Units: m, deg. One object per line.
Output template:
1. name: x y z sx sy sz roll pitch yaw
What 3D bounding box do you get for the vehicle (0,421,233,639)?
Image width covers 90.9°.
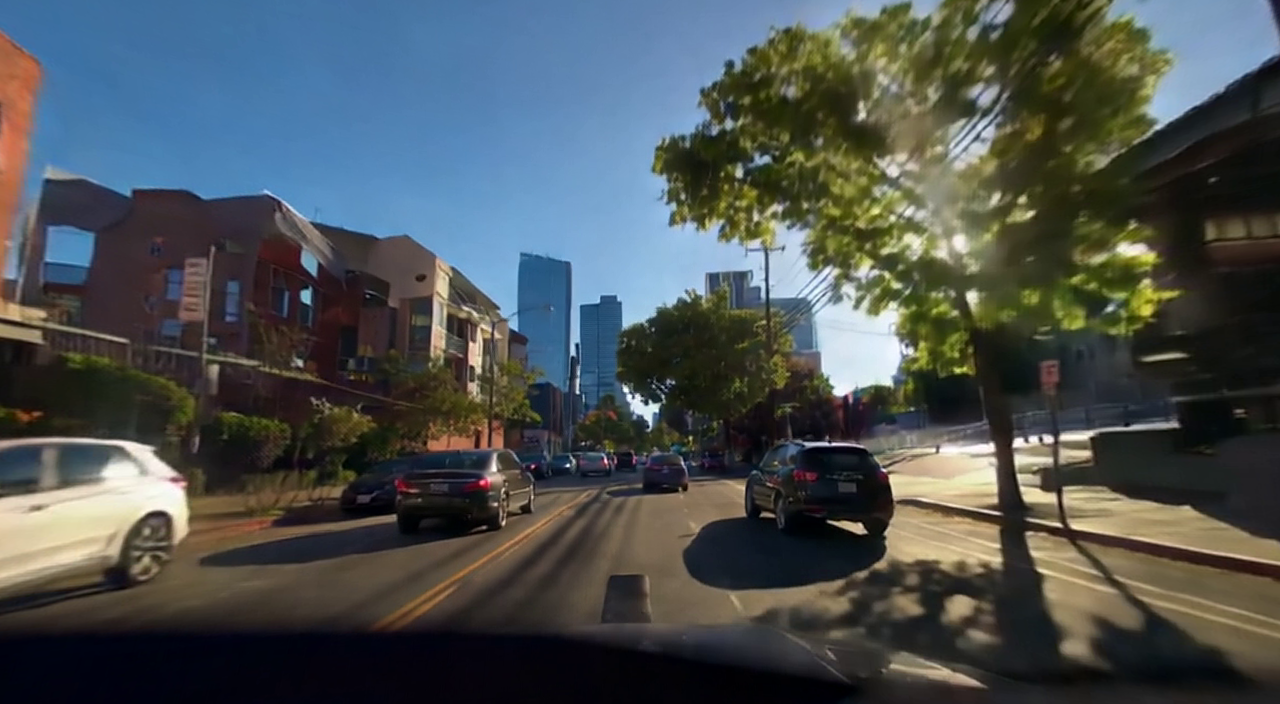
1. vehicle: -6.131 1.487 5.491 2.093 1.724 4.333 -1 -8 3

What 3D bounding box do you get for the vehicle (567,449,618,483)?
1. vehicle: -2.283 5.666 31.749 2.019 1.507 4.643 -1 -8 3

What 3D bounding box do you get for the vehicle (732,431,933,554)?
1. vehicle: 3.057 2.311 11.185 2.094 1.709 4.394 0 -8 -1

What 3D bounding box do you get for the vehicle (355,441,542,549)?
1. vehicle: -3.221 2.457 11.617 2.085 1.619 3.976 0 -8 2

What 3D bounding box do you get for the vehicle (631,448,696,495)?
1. vehicle: 0.826 4.260 22.932 2.139 1.466 4.373 0 -8 1
